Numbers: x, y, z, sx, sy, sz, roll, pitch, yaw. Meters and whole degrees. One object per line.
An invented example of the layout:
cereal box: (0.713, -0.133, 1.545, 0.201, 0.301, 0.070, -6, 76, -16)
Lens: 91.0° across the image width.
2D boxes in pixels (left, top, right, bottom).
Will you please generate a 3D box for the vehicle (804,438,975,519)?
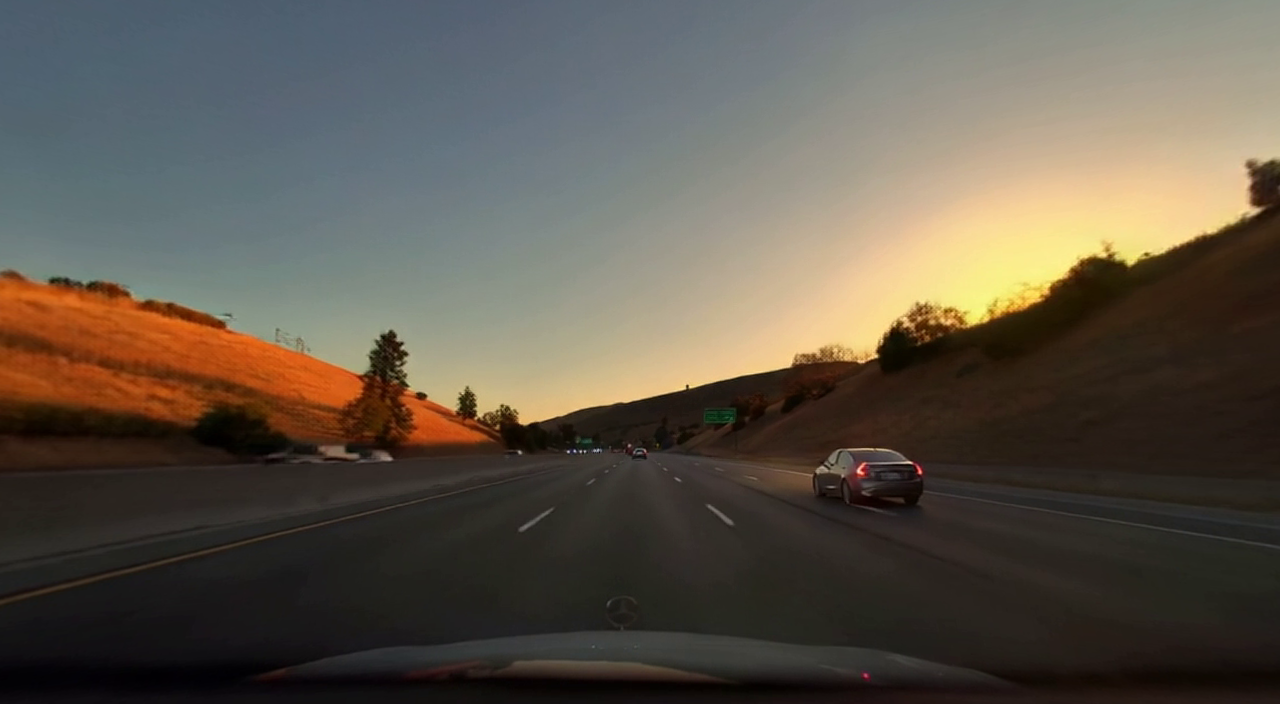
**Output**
vehicle: (5.223, 2.691, 13.941, 1.976, 1.495, 4.217, 0, -9, -1)

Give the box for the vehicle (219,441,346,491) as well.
vehicle: (-14.419, 4.613, 25.844, 2.240, 1.833, 5.015, 0, -9, 0)
